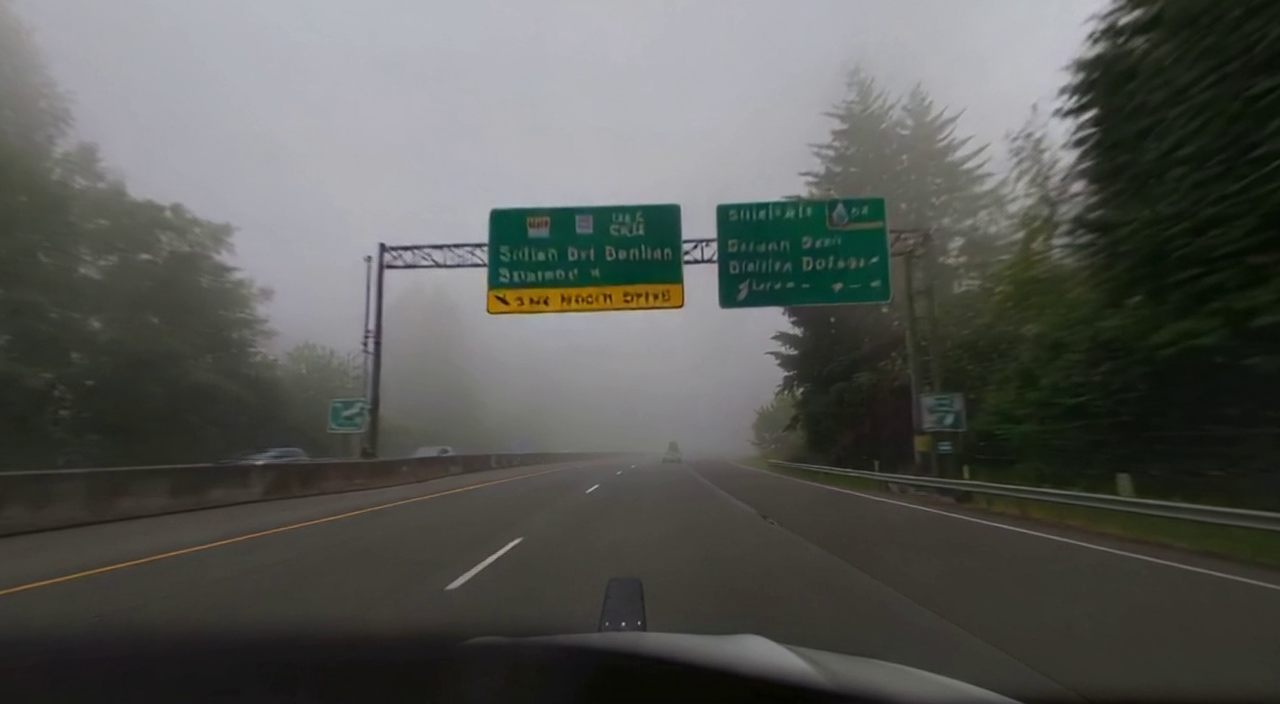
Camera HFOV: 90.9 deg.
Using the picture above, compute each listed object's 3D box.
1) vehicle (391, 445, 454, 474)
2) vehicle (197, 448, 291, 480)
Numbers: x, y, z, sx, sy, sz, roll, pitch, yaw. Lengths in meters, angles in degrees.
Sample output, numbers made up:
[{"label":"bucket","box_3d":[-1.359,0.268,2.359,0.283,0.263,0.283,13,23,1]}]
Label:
[{"label":"vehicle","box_3d":[-13.258,6.582,38.742,1.990,1.617,4.839,0,-9,2]},{"label":"vehicle","box_3d":[-21.286,6.015,34.134,2.040,1.616,4.603,0,-9,1]}]
